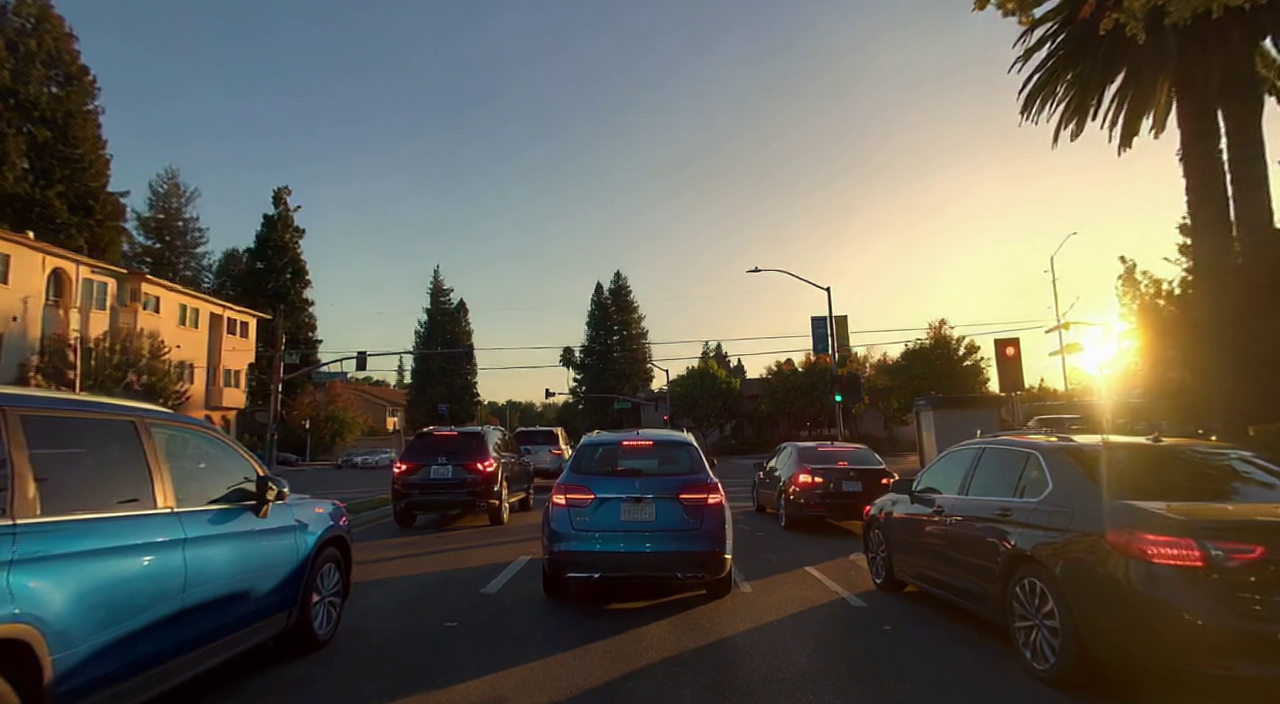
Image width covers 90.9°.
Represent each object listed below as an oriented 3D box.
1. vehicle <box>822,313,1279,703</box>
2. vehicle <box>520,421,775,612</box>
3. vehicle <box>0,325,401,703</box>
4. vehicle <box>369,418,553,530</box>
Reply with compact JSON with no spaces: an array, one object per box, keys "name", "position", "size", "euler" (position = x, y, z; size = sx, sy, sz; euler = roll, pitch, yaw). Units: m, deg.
[{"name":"vehicle","position":[3.220,1.101,4.729],"size":[2.141,1.833,4.704],"euler":[0,-8,-2]},{"name":"vehicle","position":[0.023,1.601,7.049],"size":[2.021,1.490,3.948],"euler":[0,-8,-1]},{"name":"vehicle","position":[-3.117,0.956,3.295],"size":[1.982,1.721,4.261],"euler":[0,-8,1]},{"name":"vehicle","position":[-3.184,2.301,12.446],"size":[2.117,1.772,4.619],"euler":[0,-8,2]}]
